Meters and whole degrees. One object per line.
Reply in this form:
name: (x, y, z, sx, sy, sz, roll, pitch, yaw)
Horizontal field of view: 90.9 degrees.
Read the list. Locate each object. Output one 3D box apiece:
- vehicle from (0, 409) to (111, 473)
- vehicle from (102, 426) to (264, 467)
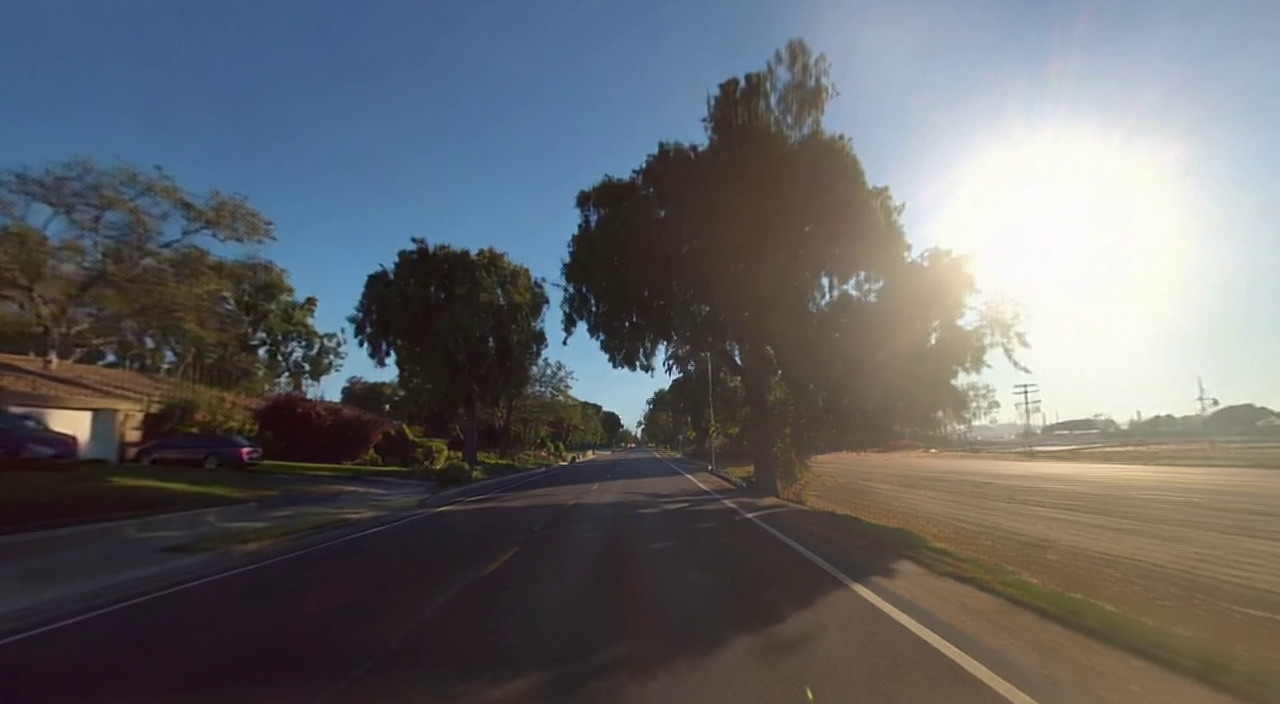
vehicle: (-20.272, 2.839, 20.506, 4.511, 1.876, 2.044, 0, -8, 10)
vehicle: (-19.146, 3.996, 26.713, 5.008, 1.619, 2.102, 3, -8, -15)
